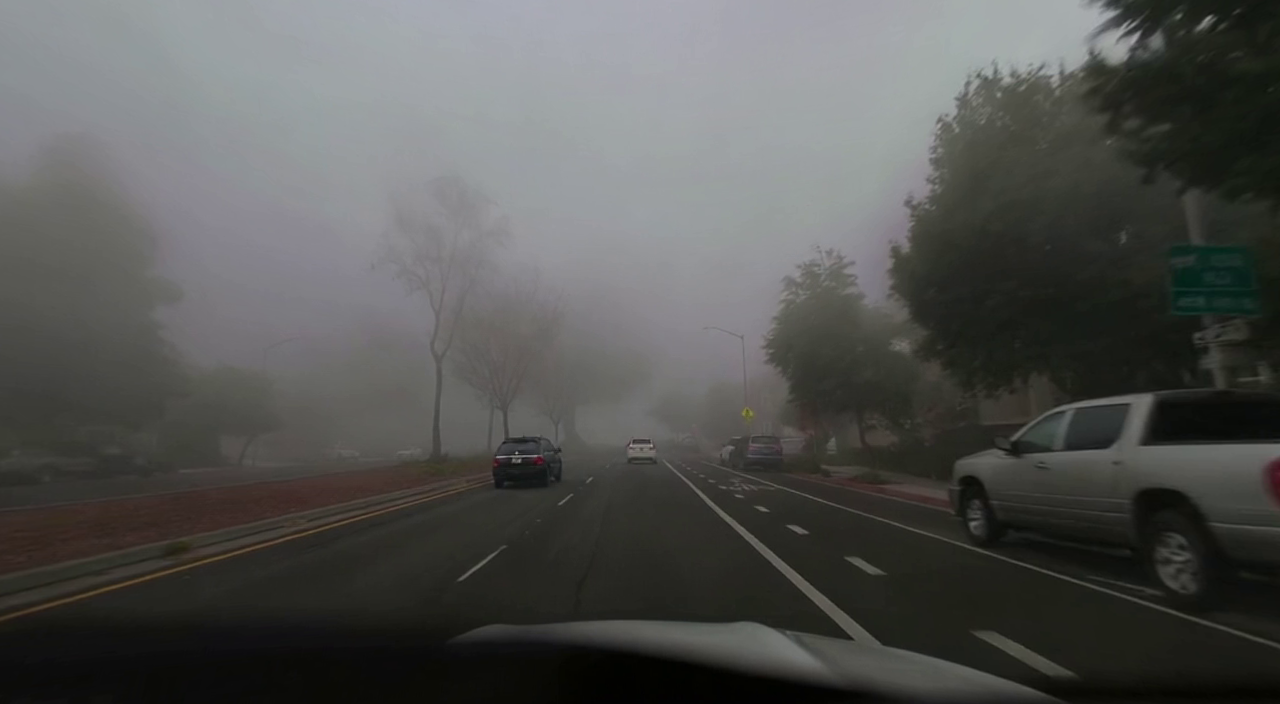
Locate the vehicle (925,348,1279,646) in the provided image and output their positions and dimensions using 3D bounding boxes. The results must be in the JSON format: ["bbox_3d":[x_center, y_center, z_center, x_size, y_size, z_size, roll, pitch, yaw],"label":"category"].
[{"bbox_3d":[5.590,1.319,6.484,2.473,2.021,5.883,0,-9,-1],"label":"vehicle"}]

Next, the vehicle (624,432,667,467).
[{"bbox_3d":[0.301,5.609,36.315,2.273,1.851,5.075,0,-9,0],"label":"vehicle"}]

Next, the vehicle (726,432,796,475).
[{"bbox_3d":[5.725,4.886,30.673,2.217,1.874,5.660,0,-9,0],"label":"vehicle"}]

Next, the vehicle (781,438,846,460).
[{"bbox_3d":[13.343,7.497,48.737,4.443,1.631,1.947,0,-9,-3],"label":"vehicle"}]

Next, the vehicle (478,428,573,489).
[{"bbox_3d":[-3.628,3.499,20.971,2.233,1.775,4.491,0,-9,1],"label":"vehicle"}]
